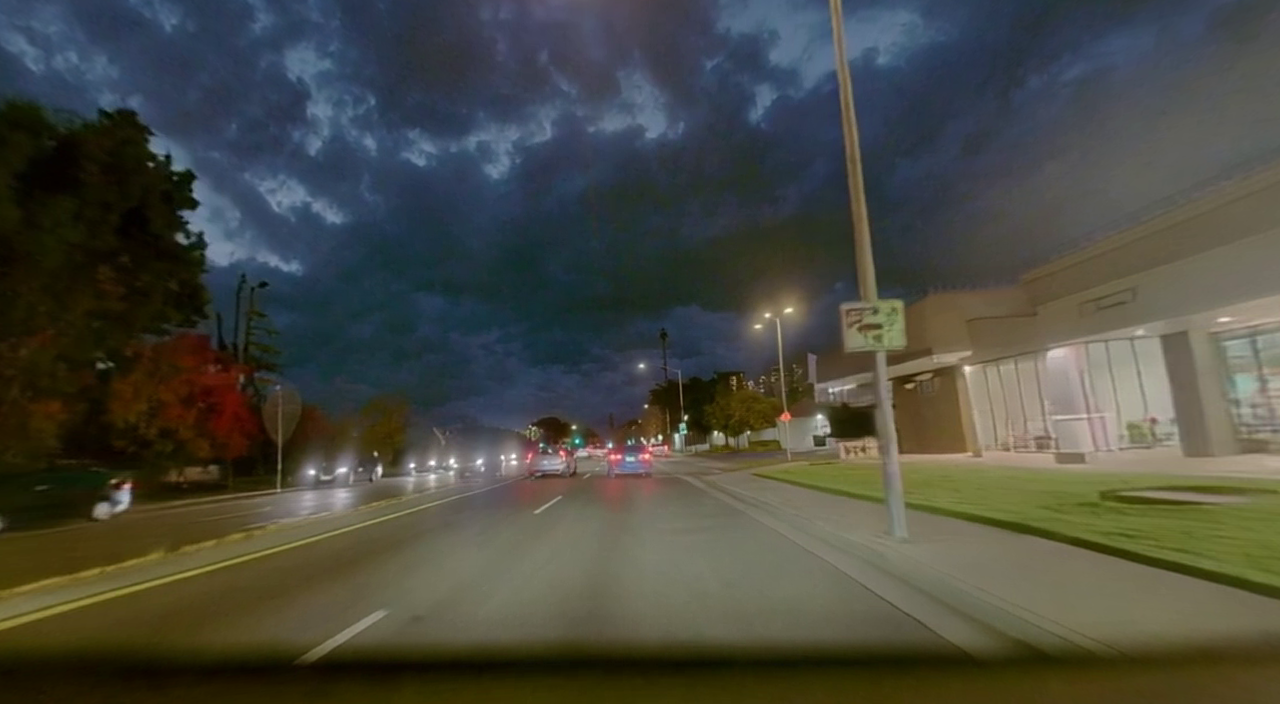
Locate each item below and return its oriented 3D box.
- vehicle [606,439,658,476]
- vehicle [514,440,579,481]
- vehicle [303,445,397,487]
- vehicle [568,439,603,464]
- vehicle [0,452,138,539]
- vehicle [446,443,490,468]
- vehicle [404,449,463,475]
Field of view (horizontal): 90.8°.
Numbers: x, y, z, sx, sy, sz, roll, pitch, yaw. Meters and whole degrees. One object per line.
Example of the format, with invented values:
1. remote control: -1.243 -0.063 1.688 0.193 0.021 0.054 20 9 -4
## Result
1. vehicle: -0.380 4.563 27.570 2.085 1.475 3.976 0 -8 -2
2. vehicle: -3.562 4.220 24.847 1.921 1.477 4.083 0 -8 0
3. vehicle: -13.078 5.130 28.881 1.999 1.755 4.518 -1 -8 2
4. vehicle: -3.497 6.486 41.253 1.887 1.517 4.254 0 -8 1
5. vehicle: -13.577 3.071 13.609 1.936 1.656 4.284 -3 -8 1
6. vehicle: -12.505 7.561 46.202 1.986 1.712 4.399 0 -8 1
7. vehicle: -12.515 6.667 38.631 1.909 1.462 4.608 -1 -8 3
